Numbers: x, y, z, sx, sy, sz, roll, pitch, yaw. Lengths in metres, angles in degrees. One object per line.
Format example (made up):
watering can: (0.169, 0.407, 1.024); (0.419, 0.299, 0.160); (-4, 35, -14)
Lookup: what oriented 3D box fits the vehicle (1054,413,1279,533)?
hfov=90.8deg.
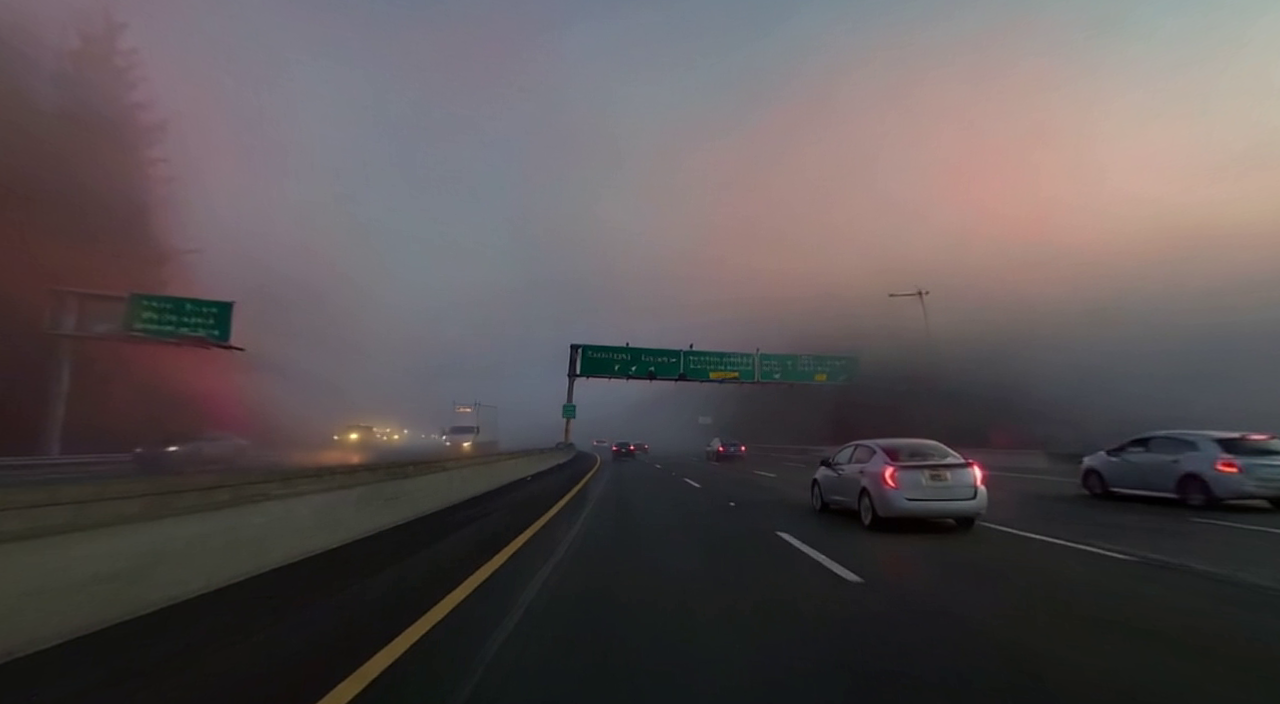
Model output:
vehicle: (9.585, 1.934, 10.466); (2.056, 1.609, 4.761); (0, -9, -2)

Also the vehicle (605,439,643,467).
vehicle: (-1.020, 6.023, 37.746); (2.090, 1.510, 4.280); (1, -9, -4)

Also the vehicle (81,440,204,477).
vehicle: (-22.936, 4.922, 29.461); (2.035, 1.565, 5.011); (1, -9, -6)

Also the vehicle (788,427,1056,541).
vehicle: (4.328, 2.122, 10.826); (2.196, 1.494, 4.735); (1, -9, -3)

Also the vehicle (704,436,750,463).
vehicle: (5.460, 6.190, 40.122); (2.094, 1.652, 3.955); (1, -9, -5)
